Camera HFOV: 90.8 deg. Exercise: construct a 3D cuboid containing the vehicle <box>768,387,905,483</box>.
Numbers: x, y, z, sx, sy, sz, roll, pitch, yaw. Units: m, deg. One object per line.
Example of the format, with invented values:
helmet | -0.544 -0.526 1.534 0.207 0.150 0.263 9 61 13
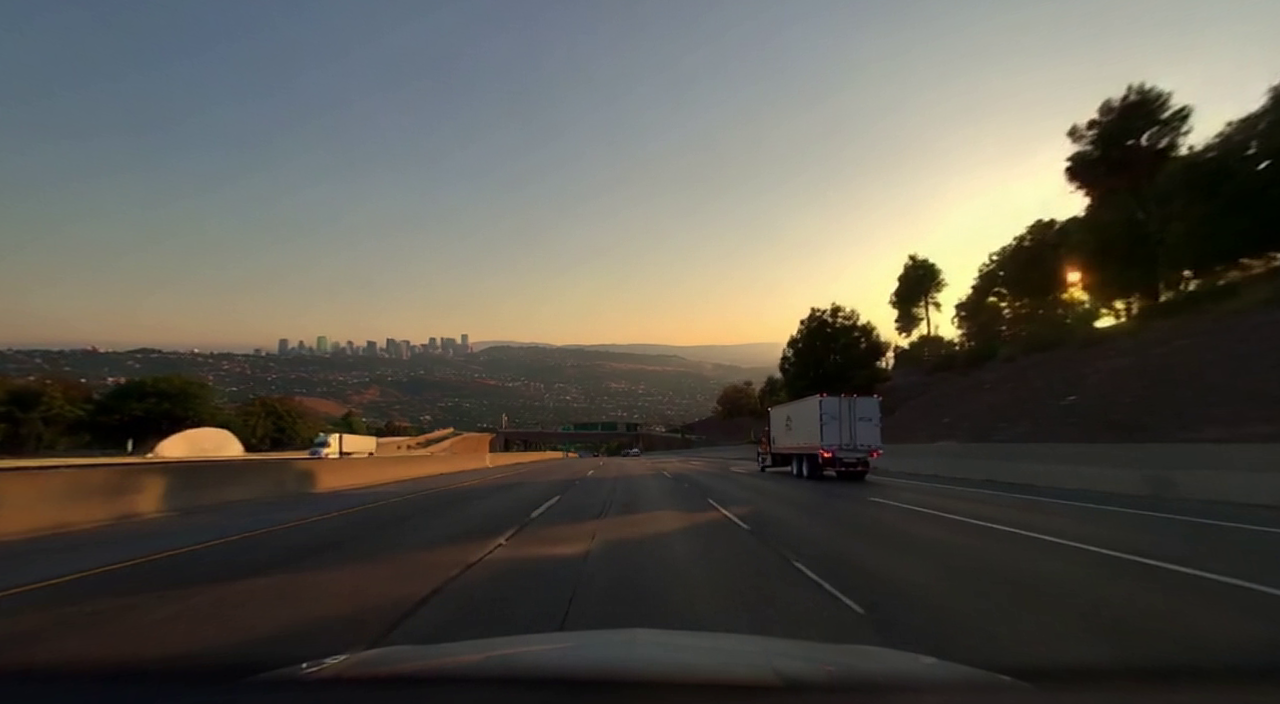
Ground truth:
vehicle | 6.939 3.196 23.678 2.627 3.011 7.287 0 -9 -1
